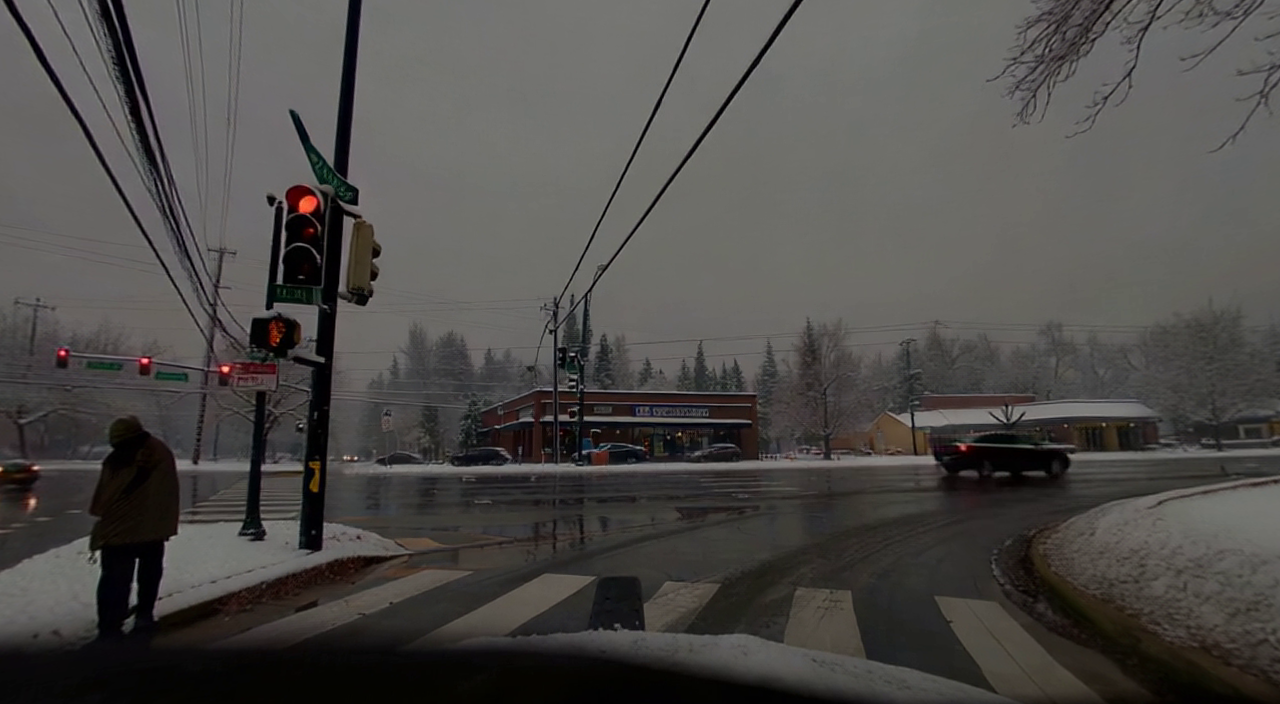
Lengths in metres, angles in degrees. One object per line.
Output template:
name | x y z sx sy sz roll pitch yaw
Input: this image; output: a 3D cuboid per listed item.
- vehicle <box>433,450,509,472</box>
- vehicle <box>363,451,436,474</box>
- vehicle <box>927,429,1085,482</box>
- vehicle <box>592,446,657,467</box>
vehicle | -11.802 7.560 44.133 4.837 1.407 1.818 4 -9 -26
vehicle | -17.177 7.855 45.117 4.623 1.471 1.805 4 -9 -25
vehicle | 12.409 3.493 21.492 4.530 1.648 2.075 3 -9 -19
vehicle | -1.145 7.551 45.814 4.391 1.451 1.717 4 -9 -26
